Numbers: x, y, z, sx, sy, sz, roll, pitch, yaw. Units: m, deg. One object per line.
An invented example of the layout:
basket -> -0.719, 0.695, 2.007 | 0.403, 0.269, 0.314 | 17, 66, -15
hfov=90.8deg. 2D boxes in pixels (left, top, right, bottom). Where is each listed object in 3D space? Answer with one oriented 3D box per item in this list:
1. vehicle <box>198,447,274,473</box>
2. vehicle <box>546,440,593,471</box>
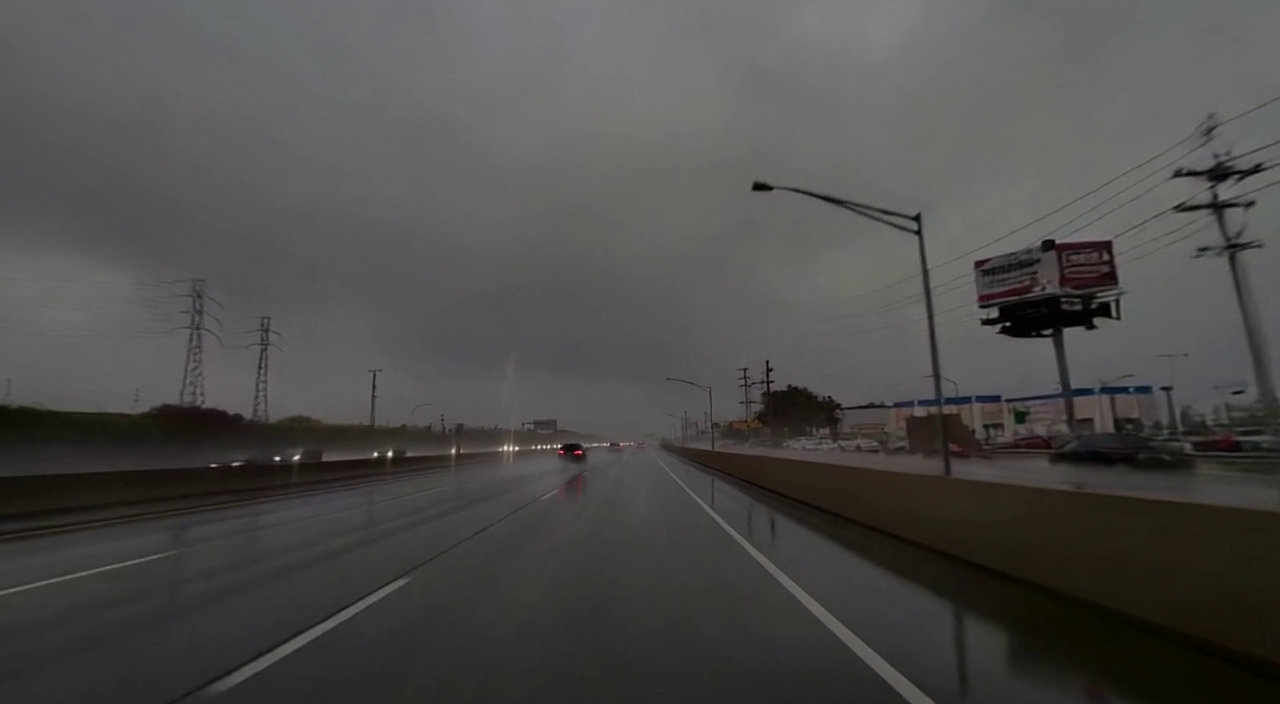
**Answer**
vehicle -> -25.415, 6.796, 39.937 | 1.810, 1.480, 4.357 | 0, -9, 1
vehicle -> -3.663, 5.480, 33.664 | 1.940, 1.479, 4.545 | 0, -8, 1
